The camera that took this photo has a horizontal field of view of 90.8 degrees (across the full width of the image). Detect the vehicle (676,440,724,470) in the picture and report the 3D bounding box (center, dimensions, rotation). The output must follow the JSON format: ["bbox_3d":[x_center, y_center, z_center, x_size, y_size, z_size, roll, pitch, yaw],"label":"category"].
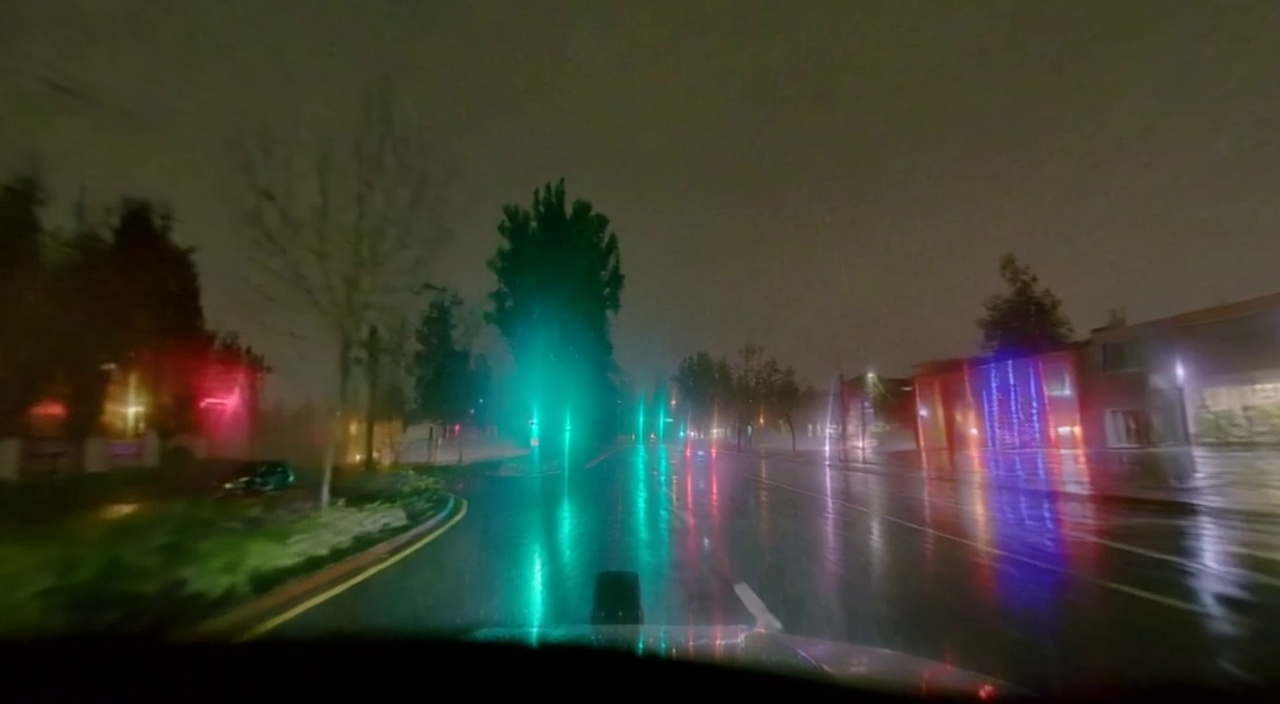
[{"bbox_3d":[2.971,5.225,32.177,1.929,1.411,4.284,0,-8,-1],"label":"vehicle"}]

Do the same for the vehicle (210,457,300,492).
[{"bbox_3d":[-19.846,6.314,32.822,1.949,1.610,4.279,0,-8,0],"label":"vehicle"}]
